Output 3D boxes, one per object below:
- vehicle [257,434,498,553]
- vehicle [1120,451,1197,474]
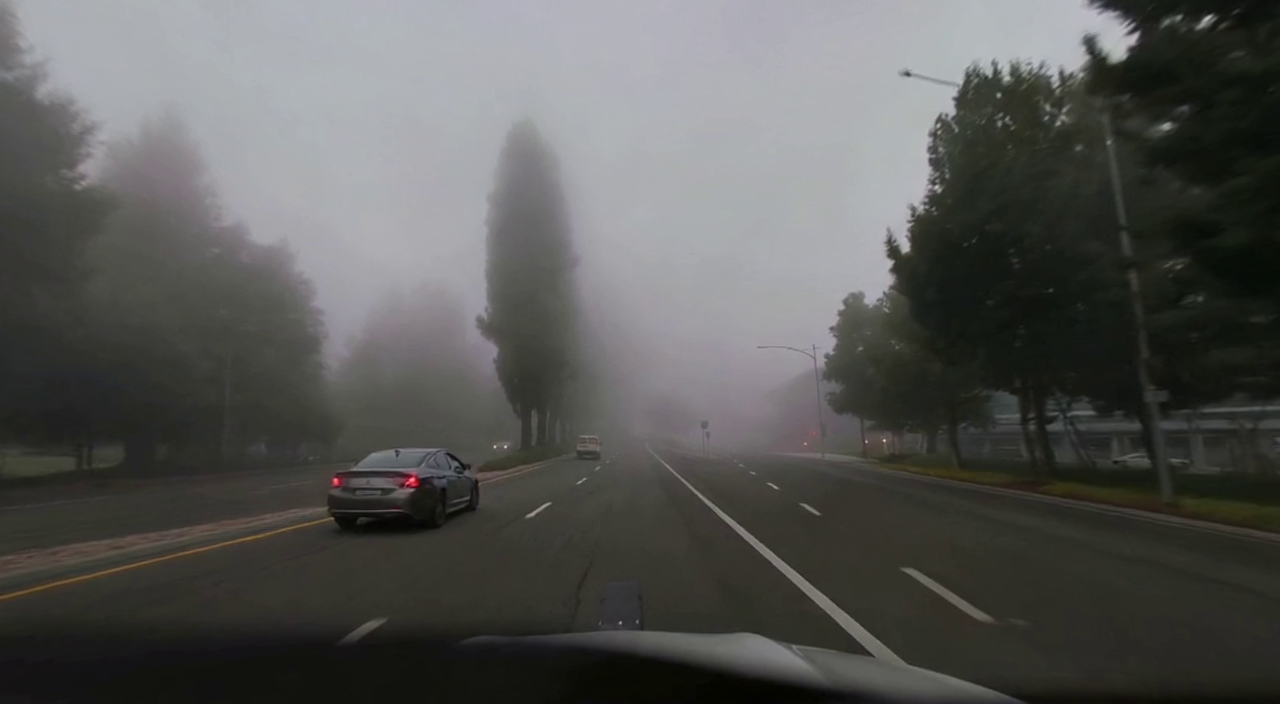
[{"bbox_3d":[-3.919,2.171,10.540,1.984,1.521,4.682,0,-8,0],"label":"vehicle"},{"bbox_3d":[38.175,8.106,46.528,4.389,1.446,1.938,-1,-8,-13],"label":"vehicle"}]
